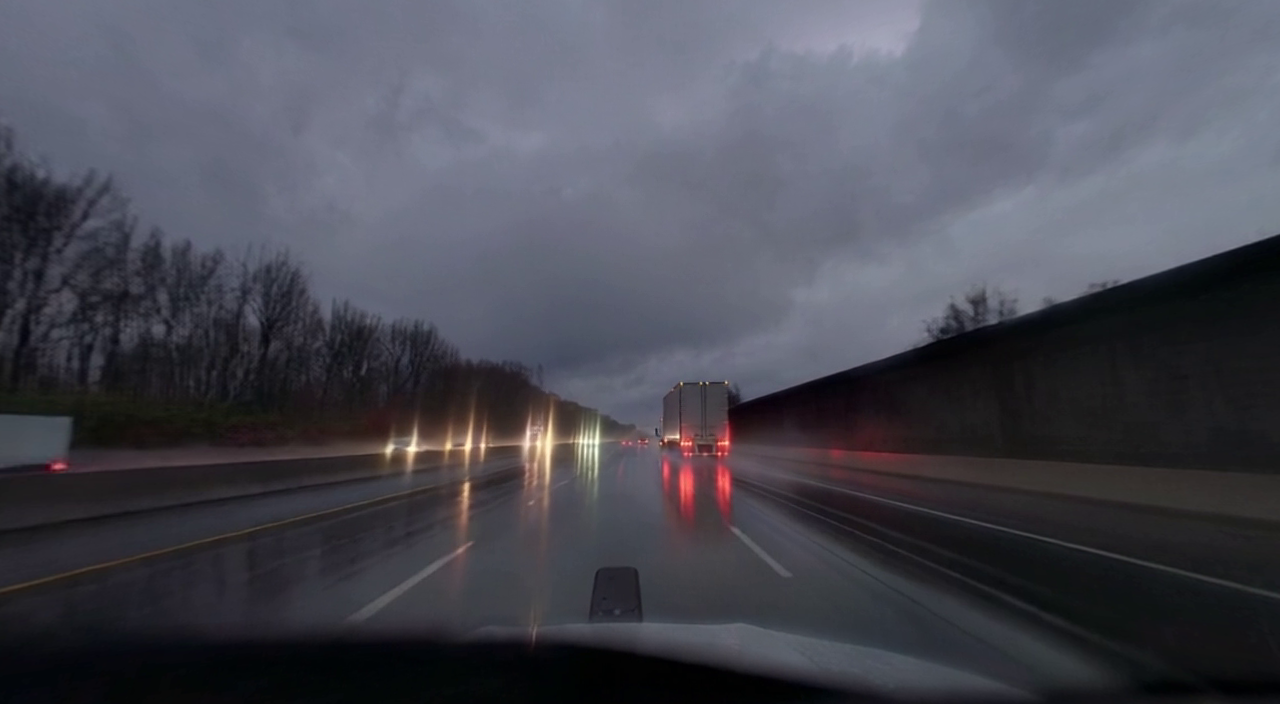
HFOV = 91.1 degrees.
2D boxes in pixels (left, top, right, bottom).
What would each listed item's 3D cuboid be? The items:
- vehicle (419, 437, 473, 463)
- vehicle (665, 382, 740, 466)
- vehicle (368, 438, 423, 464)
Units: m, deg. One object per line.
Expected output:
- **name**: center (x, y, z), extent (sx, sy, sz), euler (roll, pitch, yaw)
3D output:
- **vehicle**: center (-12.291, 6.207, 40.171), extent (1.993, 1.570, 4.855), euler (0, -8, -1)
- **vehicle**: center (3.424, 4.615, 39.380), extent (2.979, 4.161, 15.508), euler (0, -7, -1)
- **vehicle**: center (-15.992, 6.453, 41.290), extent (1.905, 1.641, 4.417), euler (0, -8, -1)
